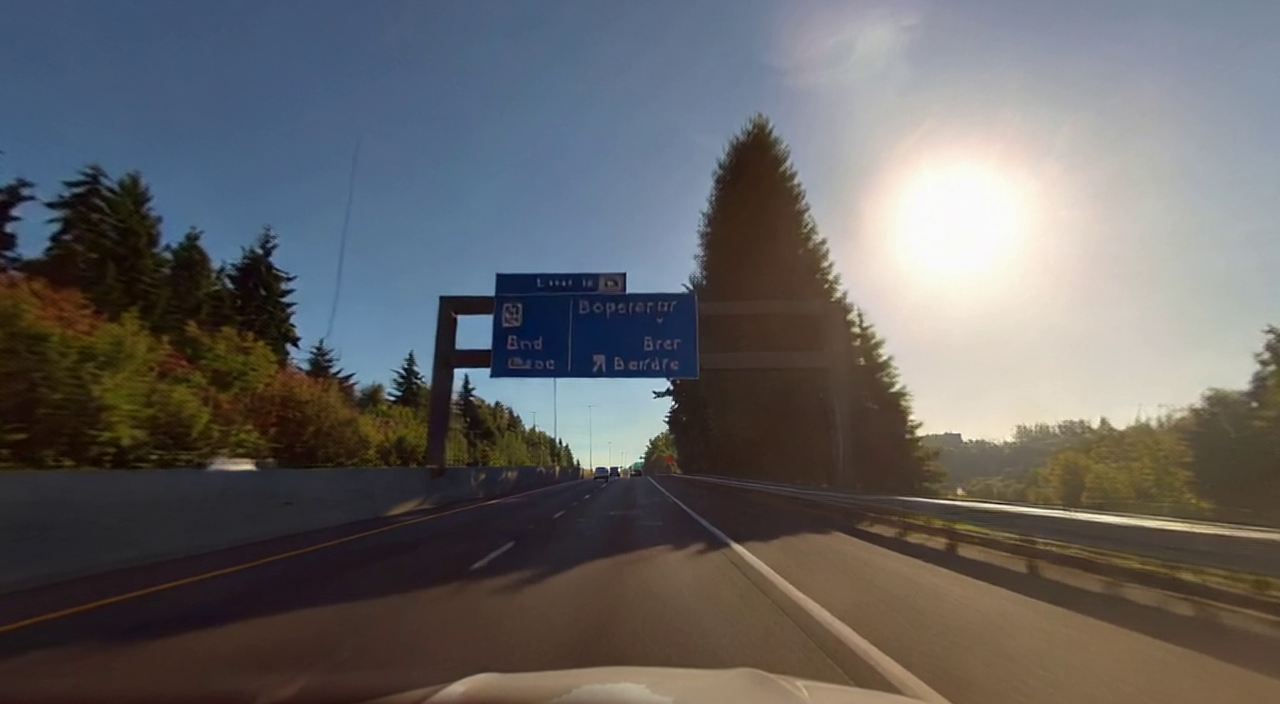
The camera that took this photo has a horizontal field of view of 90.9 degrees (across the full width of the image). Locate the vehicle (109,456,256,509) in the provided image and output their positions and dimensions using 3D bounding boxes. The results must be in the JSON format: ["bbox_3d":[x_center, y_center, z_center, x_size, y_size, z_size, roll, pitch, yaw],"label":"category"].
[{"bbox_3d":[-16.181,4.628,22.636,1.903,1.670,4.377,0,-10,0],"label":"vehicle"}]
